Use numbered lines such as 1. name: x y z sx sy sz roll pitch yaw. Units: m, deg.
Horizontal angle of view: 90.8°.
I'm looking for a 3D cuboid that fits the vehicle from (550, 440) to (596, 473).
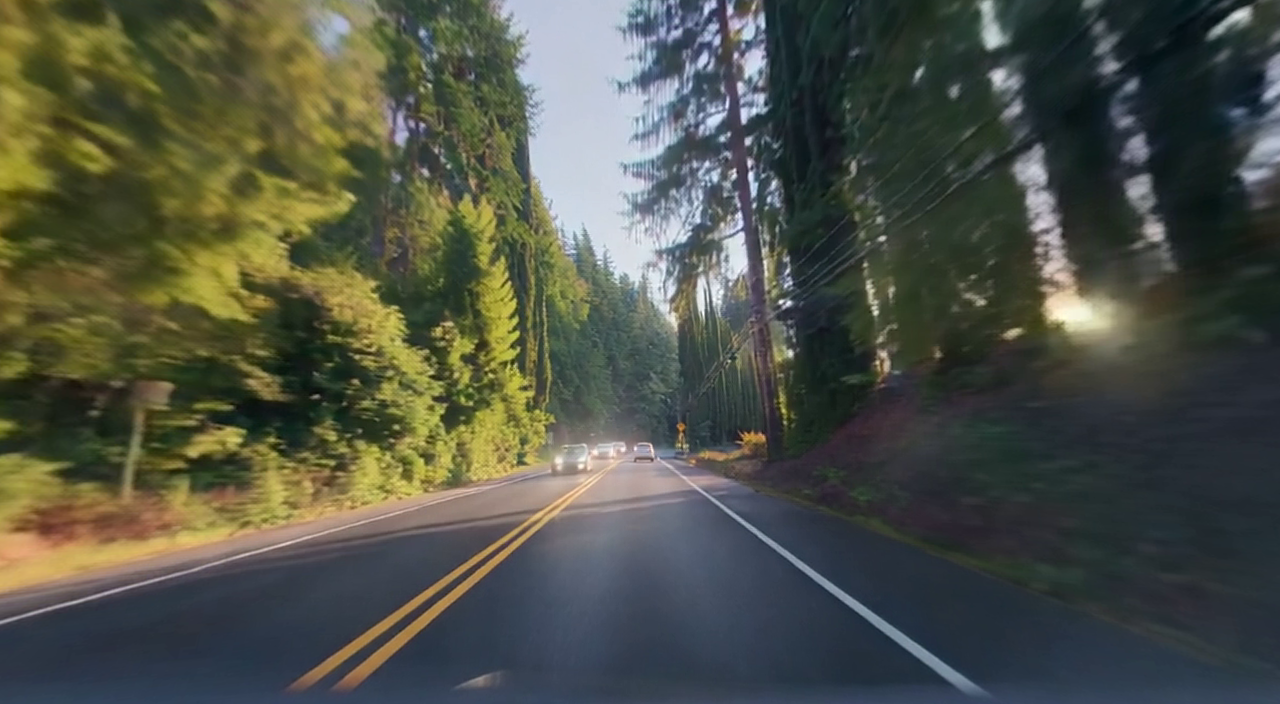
1. vehicle: -3.734 5.920 35.891 2.155 1.727 4.142 0 -9 1
